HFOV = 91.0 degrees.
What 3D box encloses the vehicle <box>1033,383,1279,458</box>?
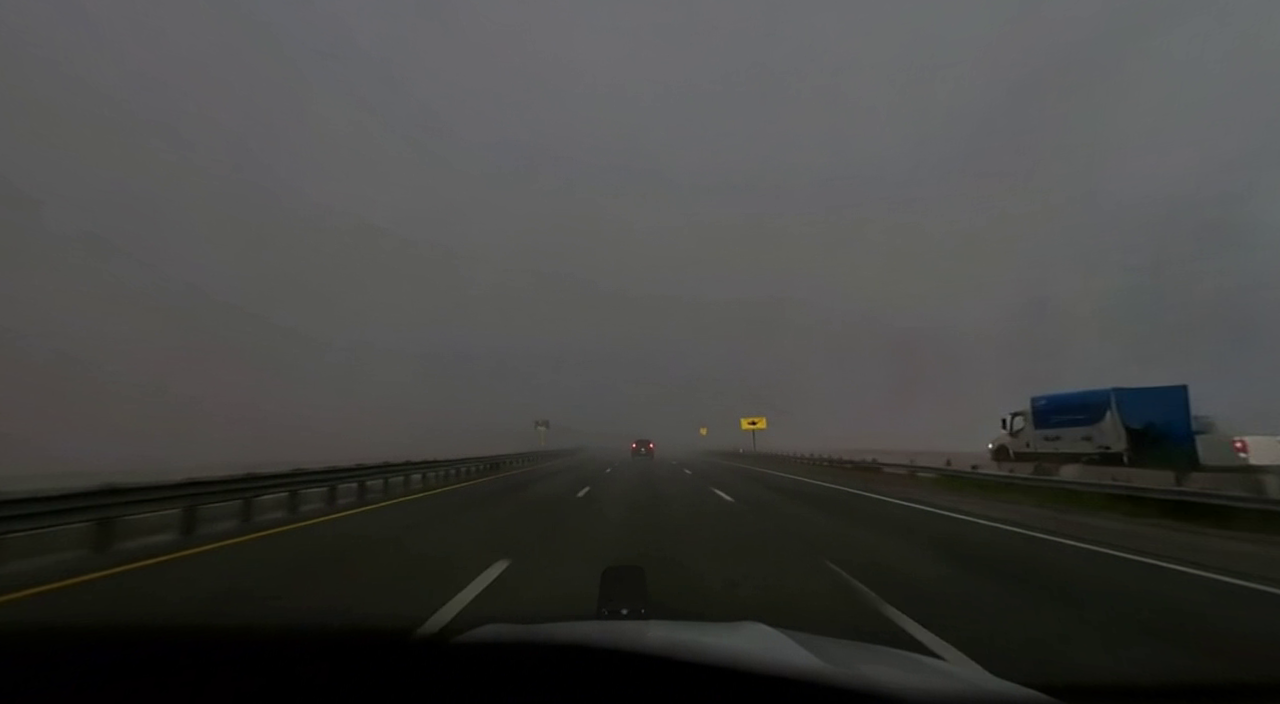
[{"bbox_3d":[32.779,4.349,38.561,2.836,4.027,14.280,7,-11,-39],"label":"vehicle"}]
